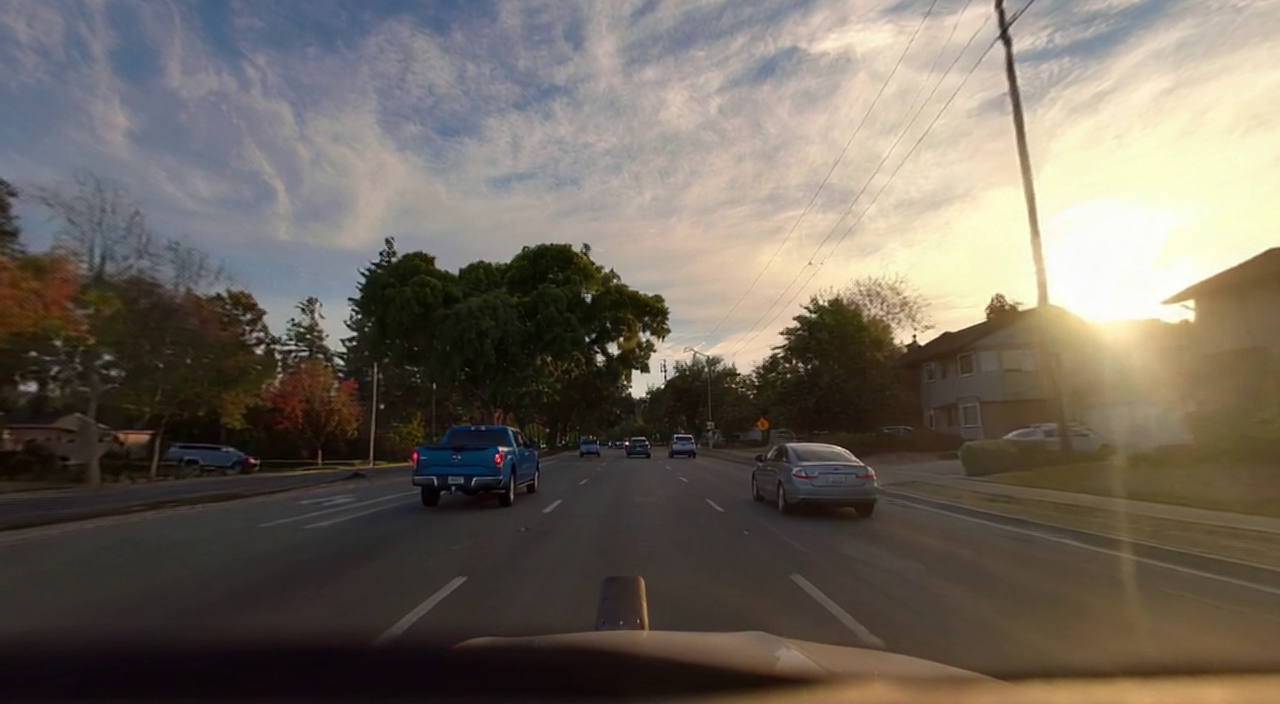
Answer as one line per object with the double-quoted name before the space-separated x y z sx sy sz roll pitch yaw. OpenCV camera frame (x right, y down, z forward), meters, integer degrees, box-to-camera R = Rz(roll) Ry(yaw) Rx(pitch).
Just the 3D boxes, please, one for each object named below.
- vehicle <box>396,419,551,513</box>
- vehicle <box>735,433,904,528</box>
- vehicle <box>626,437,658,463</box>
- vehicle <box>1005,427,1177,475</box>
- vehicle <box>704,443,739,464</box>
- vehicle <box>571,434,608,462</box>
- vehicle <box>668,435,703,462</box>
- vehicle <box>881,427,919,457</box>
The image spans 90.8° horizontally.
"vehicle" -3.486 2.514 14.513 2.111 1.745 5.274 0 -8 0
"vehicle" 3.125 2.308 12.002 1.884 1.463 4.195 1 -8 -1
"vehicle" 0.105 6.401 41.357 1.997 1.636 3.760 0 -8 -1
"vehicle" 14.797 3.266 20.916 4.267 1.480 1.817 0 -8 1
"vehicle" 6.200 7.755 48.456 1.988 1.455 4.547 1 -8 -2
"vehicle" -3.486 6.728 44.324 2.218 1.829 4.492 0 -8 0
"vehicle" 3.246 7.044 46.286 2.099 1.845 4.363 1 -8 -2
"vehicle" 15.460 5.374 37.685 1.899 1.690 4.275 -3 -9 20
